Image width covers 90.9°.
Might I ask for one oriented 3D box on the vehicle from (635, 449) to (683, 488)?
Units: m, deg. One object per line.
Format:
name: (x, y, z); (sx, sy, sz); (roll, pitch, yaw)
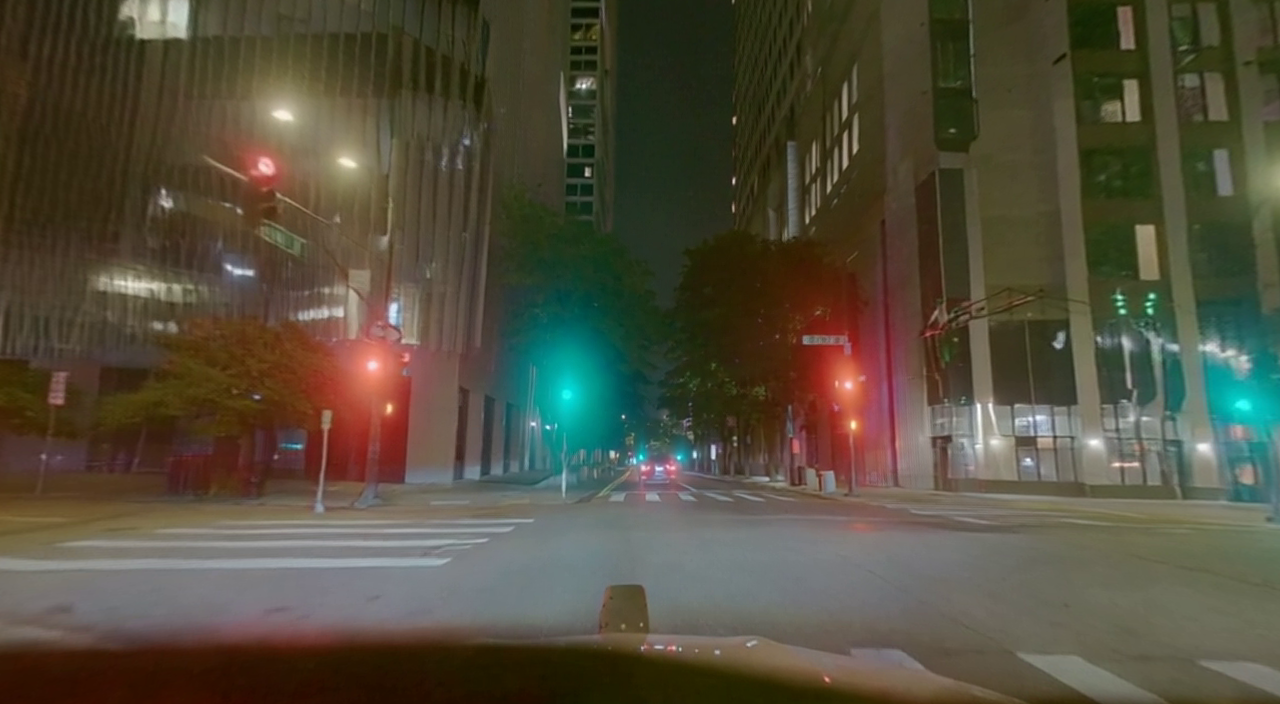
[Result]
vehicle: (0.835, 5.318, 29.041); (2.079, 1.621, 3.861); (0, -8, 0)
